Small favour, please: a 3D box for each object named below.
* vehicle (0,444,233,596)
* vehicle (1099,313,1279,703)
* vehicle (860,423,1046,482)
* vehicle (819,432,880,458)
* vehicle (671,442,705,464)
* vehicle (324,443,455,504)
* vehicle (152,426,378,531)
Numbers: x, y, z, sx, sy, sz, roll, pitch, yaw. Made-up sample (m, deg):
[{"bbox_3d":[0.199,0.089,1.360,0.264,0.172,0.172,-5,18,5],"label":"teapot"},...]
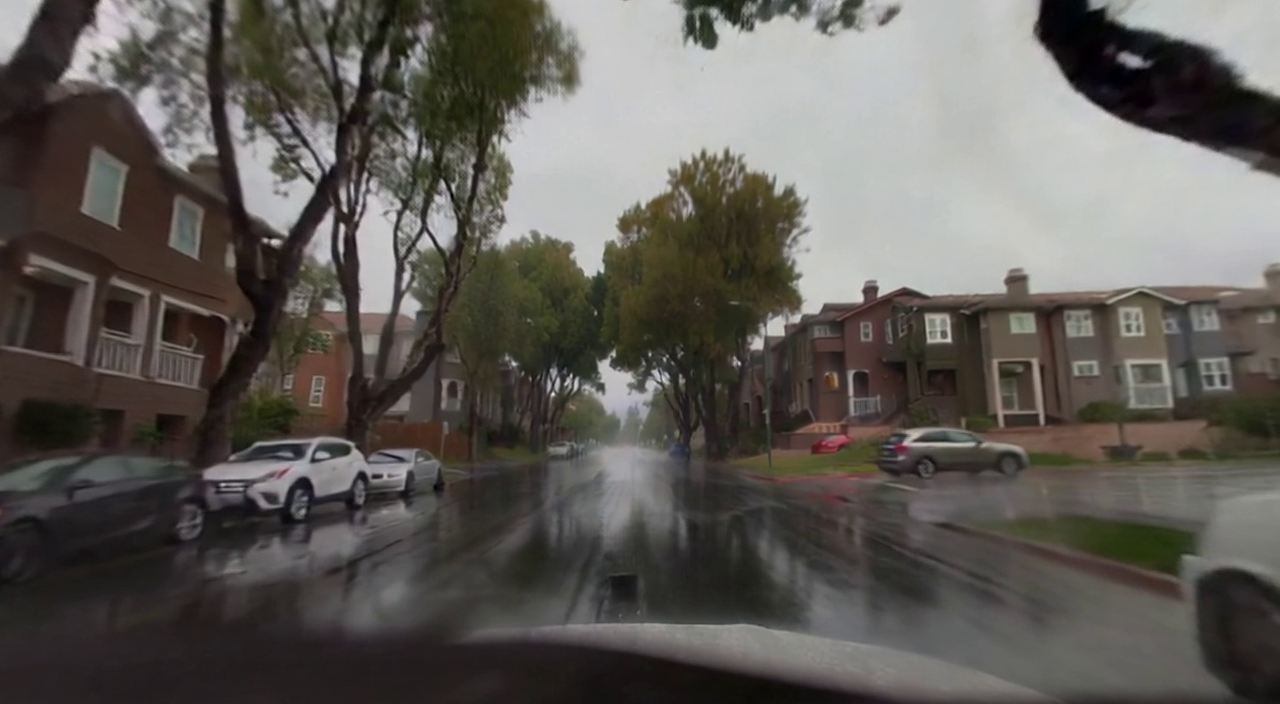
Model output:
[{"bbox_3d":[-7.429,1.966,8.184,1.845,1.510,3.729,0,-9,-3],"label":"vehicle"},{"bbox_3d":[4.094,0.591,1.466,2.216,1.955,4.970,0,-9,0],"label":"vehicle"},{"bbox_3d":[9.701,3.147,19.871,4.726,1.731,2.075,-1,-9,4],"label":"vehicle"},{"bbox_3d":[13.158,5.902,39.932,2.068,1.522,4.810,0,-9,-2],"label":"vehicle"},{"bbox_3d":[3.444,7.306,45.584,1.956,1.468,4.698,0,-9,-2],"label":"vehicle"},{"bbox_3d":[-7.193,3.522,18.707,1.912,1.466,4.754,-2,-9,1],"label":"vehicle"},{"bbox_3d":[-7.486,2.587,13.254,2.136,1.758,4.297,-2,-9,-1],"label":"vehicle"}]
